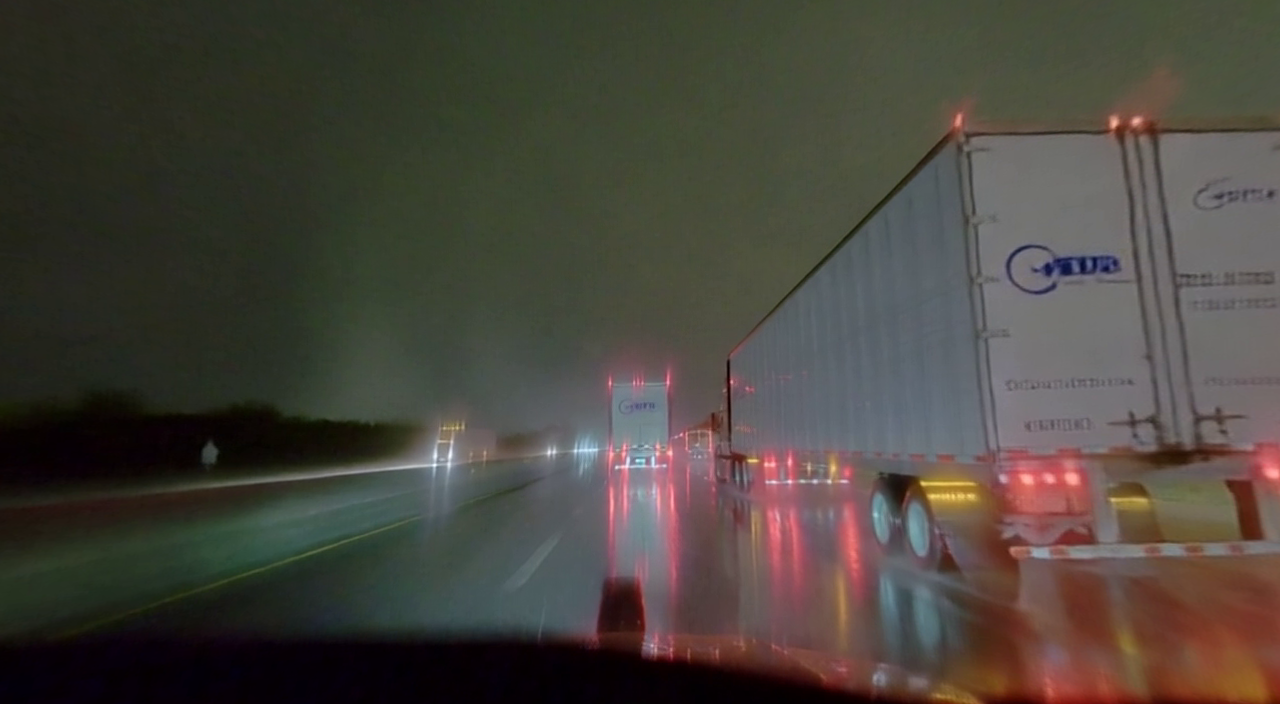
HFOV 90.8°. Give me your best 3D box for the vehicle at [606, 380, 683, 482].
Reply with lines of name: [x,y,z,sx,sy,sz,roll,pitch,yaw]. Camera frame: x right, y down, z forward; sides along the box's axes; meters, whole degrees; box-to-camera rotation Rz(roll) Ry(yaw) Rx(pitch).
vehicle: [0.187,3.706,28.602,2.864,3.805,9.709,0,-9,0]

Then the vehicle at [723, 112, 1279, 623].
vehicle: [4.189,1.096,12.231,3.044,4.128,14.482,0,-9,-1]
